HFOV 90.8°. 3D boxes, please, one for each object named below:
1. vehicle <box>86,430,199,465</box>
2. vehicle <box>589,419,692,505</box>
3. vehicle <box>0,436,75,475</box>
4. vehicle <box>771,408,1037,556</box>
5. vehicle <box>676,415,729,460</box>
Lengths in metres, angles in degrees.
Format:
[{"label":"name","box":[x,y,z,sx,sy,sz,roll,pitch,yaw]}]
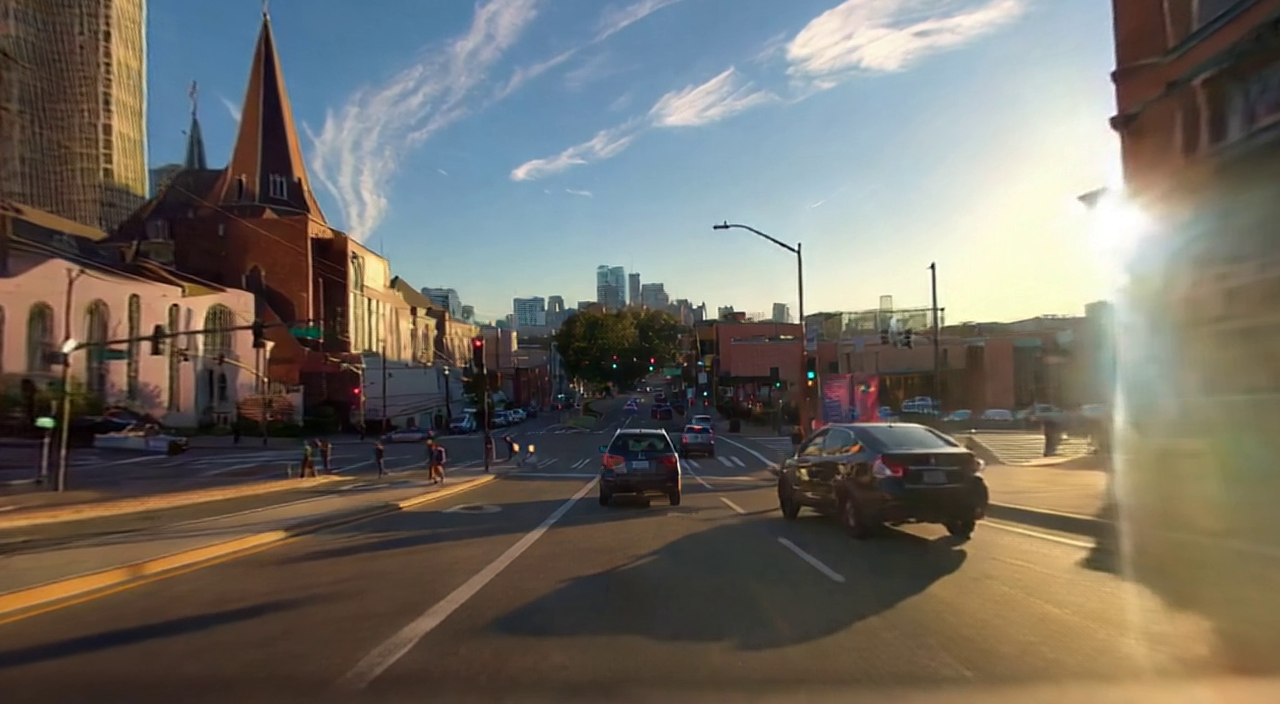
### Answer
[{"label":"vehicle","box":[-30.070,5.747,38.286,4.955,1.828,2.268,0,-3,-2]},{"label":"vehicle","box":[0.083,2.622,15.381,2.168,1.776,4.135,0,-8,2]},{"label":"vehicle","box":[-34.407,5.671,34.832,4.551,1.784,2.121,0,0,-2]},{"label":"vehicle","box":[3.640,1.894,9.912,2.080,1.735,4.650,0,-9,-1]},{"label":"vehicle","box":[3.357,4.664,34.995,2.228,1.922,5.335,3,-3,-1]}]
